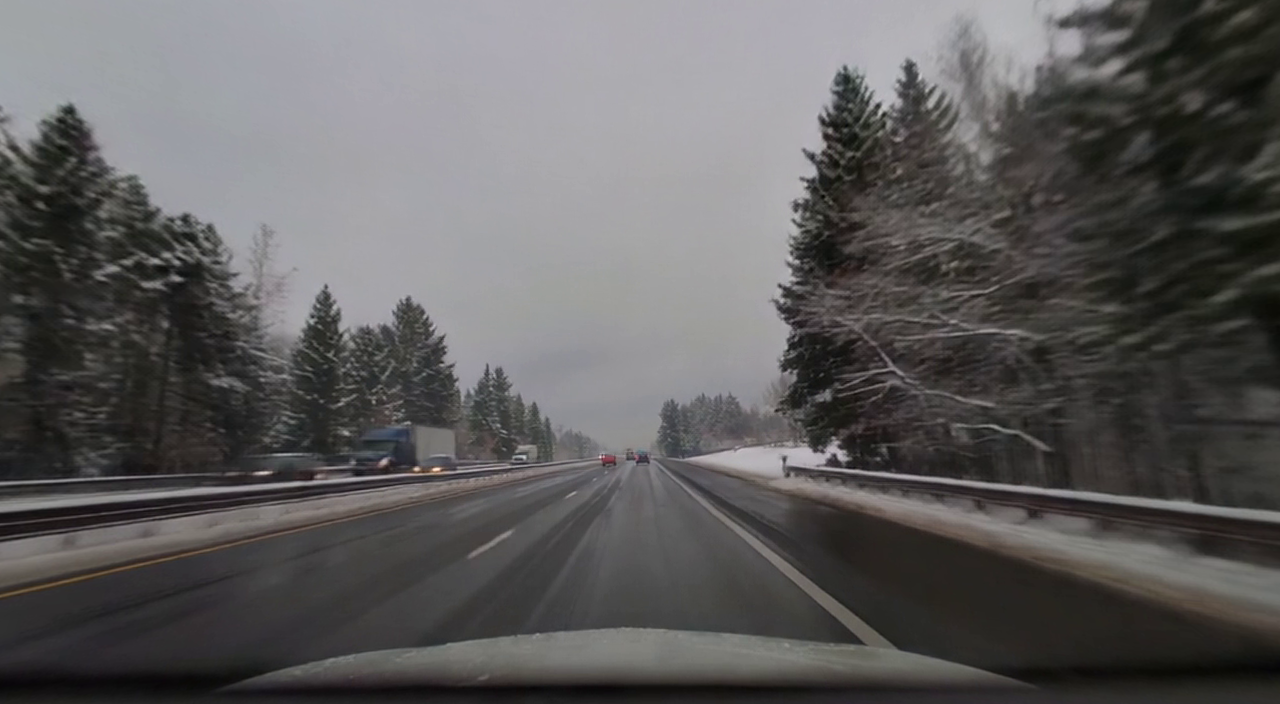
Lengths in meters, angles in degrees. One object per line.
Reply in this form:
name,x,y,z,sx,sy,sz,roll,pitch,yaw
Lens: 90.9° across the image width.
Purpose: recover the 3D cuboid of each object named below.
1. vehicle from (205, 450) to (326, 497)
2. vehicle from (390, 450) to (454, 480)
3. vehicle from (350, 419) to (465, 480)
vehicle,-14.726,4.773,25.144,1.934,1.685,4.447,-1,-9,3
vehicle,-12.506,6.501,36.422,1.997,1.585,4.539,0,-9,1
vehicle,-16.794,7.353,47.397,2.842,3.828,14.939,-1,-9,1
